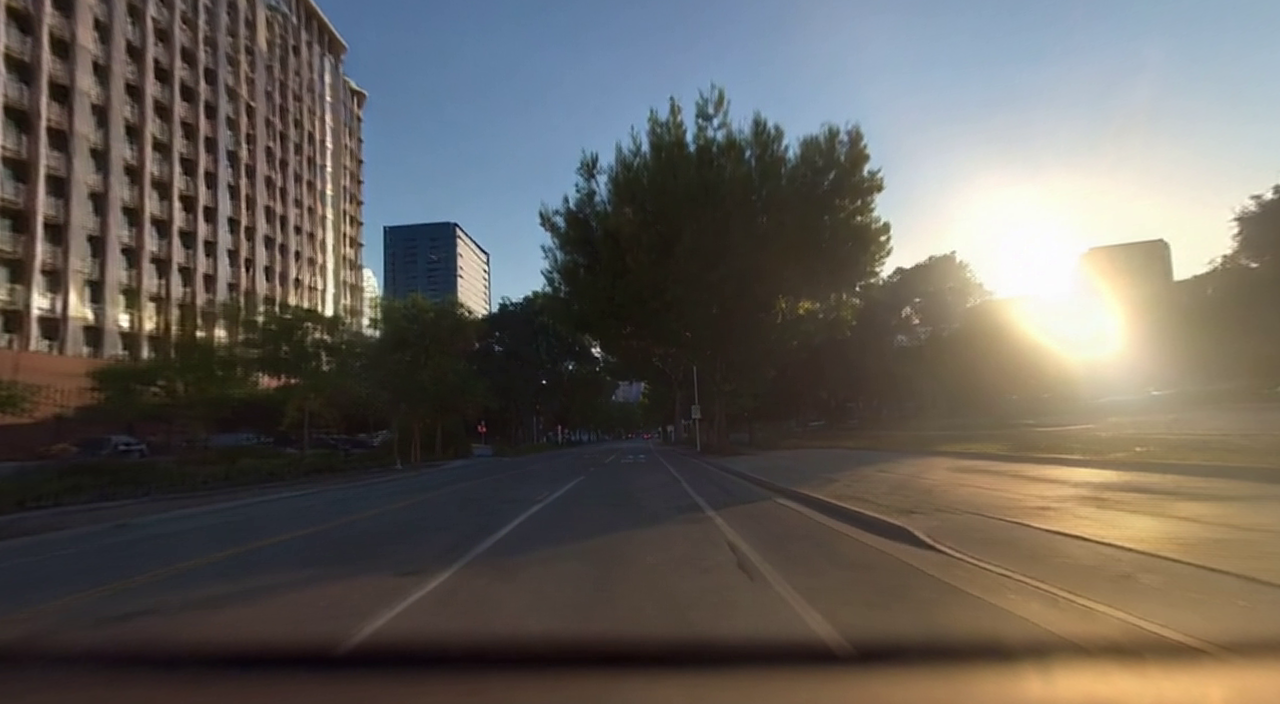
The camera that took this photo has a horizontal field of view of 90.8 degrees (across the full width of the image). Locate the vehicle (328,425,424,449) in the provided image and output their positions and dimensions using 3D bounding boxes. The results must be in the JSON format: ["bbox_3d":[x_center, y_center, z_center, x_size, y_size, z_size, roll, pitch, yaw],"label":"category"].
[{"bbox_3d":[-18.385,5.918,44.090,5.962,1.458,1.711,1,-9,3],"label":"vehicle"}]
